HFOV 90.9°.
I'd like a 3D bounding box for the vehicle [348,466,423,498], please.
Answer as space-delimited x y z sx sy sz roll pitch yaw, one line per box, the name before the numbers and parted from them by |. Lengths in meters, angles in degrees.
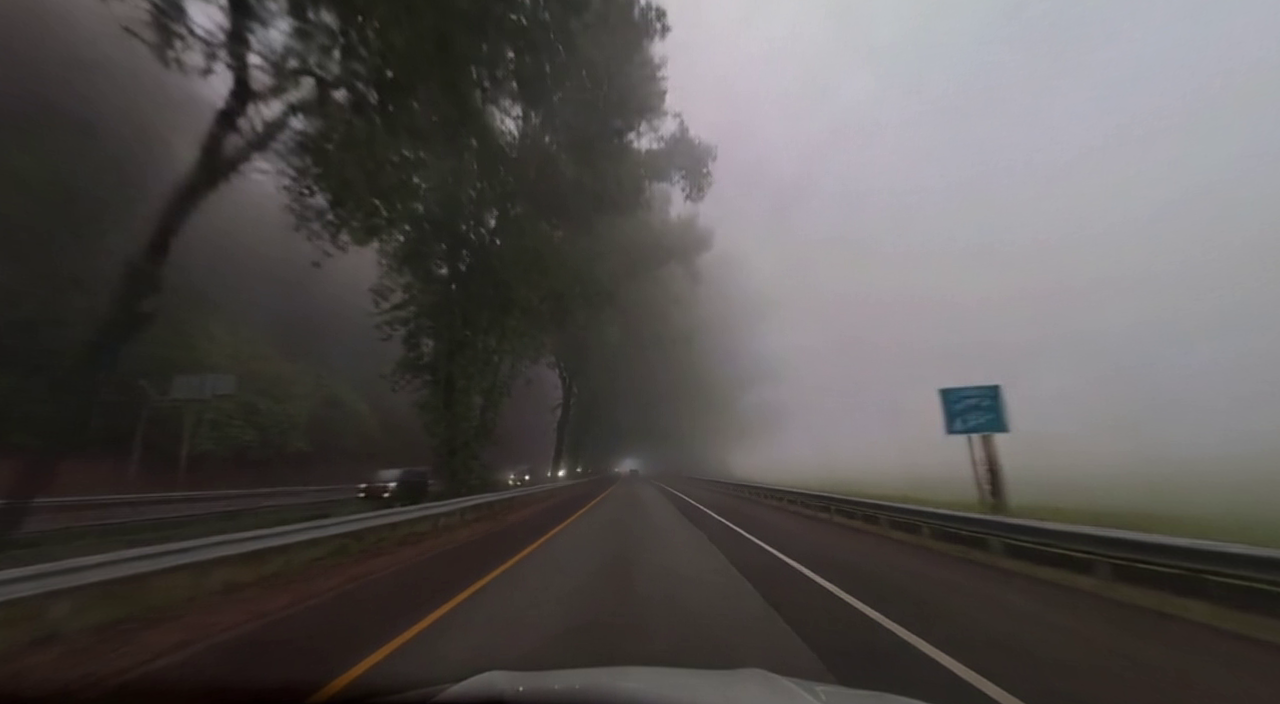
vehicle | -13.053 6.672 32.642 2.034 1.490 4.226 1 -11 0
